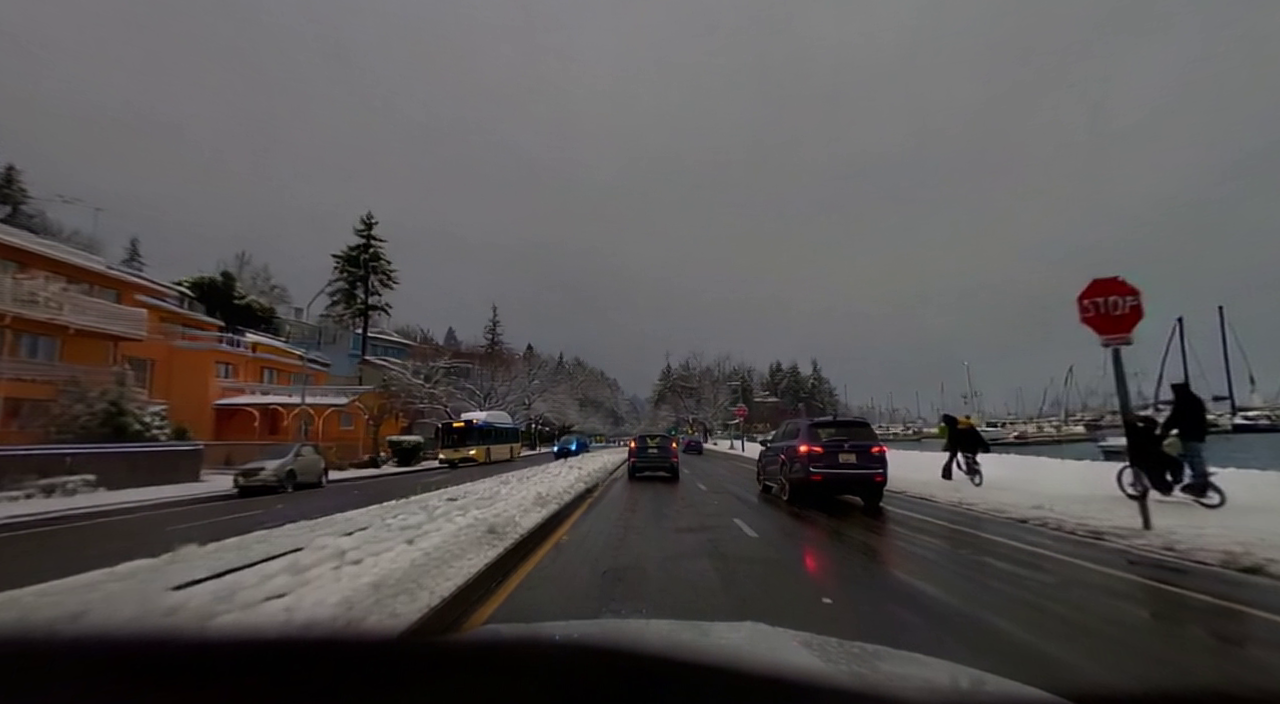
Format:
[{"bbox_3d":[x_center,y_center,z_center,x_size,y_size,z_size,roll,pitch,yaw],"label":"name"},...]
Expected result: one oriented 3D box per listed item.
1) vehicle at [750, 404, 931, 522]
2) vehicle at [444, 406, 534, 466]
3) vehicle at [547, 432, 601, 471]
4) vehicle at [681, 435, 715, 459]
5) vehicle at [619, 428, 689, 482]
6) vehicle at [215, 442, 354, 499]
[{"bbox_3d":[3.504,2.050,12.065,2.000,1.809,4.405,0,-9,0],"label":"vehicle"},{"bbox_3d":[-9.473,5.531,40.895,2.995,3.421,9.259,-1,-9,3],"label":"vehicle"},{"bbox_3d":[-2.953,4.574,29.158,1.929,1.648,4.114,-1,-9,2],"label":"vehicle"},{"bbox_3d":[3.965,6.579,43.655,1.876,1.626,3.851,0,-9,-1],"label":"vehicle"},{"bbox_3d":[0.410,3.435,21.166,2.132,1.632,3.838,0,-9,0],"label":"vehicle"},{"bbox_3d":[-10.394,3.470,18.801,1.731,1.489,3.841,-1,-9,3],"label":"vehicle"}]
